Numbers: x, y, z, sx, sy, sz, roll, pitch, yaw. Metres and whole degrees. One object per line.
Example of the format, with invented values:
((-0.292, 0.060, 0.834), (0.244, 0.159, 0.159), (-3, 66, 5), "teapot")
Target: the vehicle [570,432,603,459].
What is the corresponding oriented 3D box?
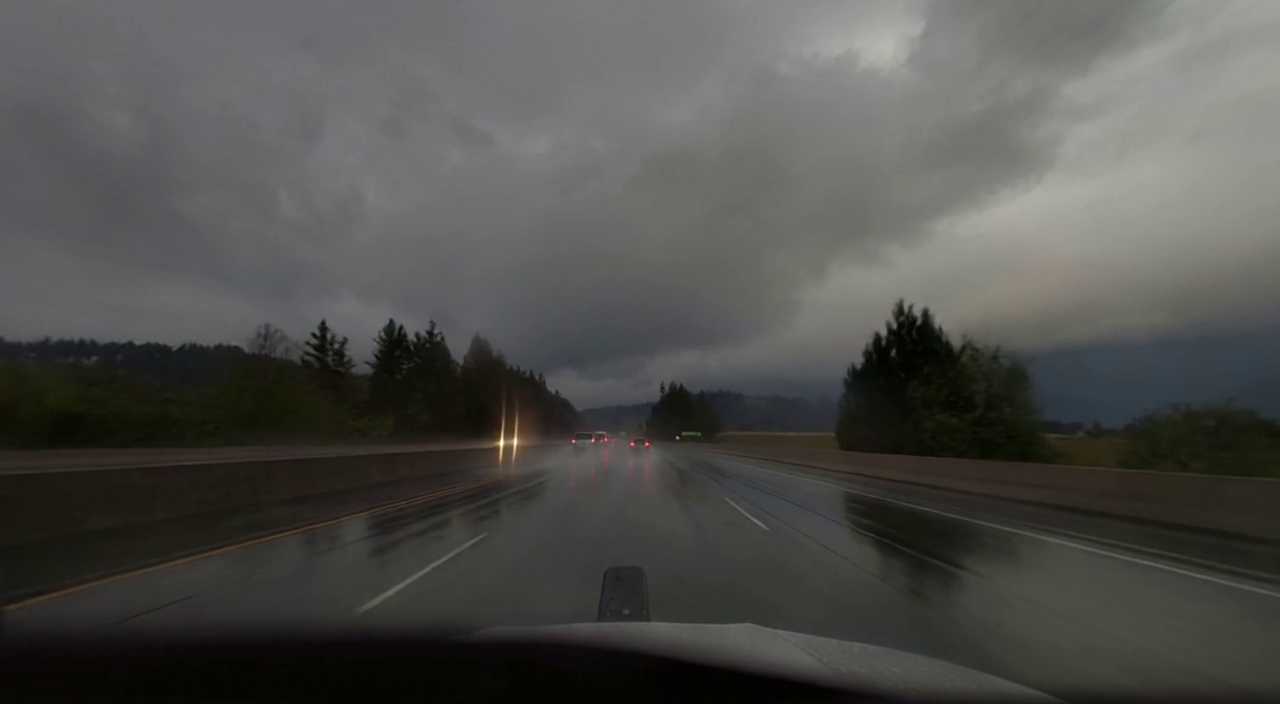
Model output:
((-4.175, 7.362, 49.784), (2.241, 2.034, 4.890), (0, -8, 0), "vehicle")
